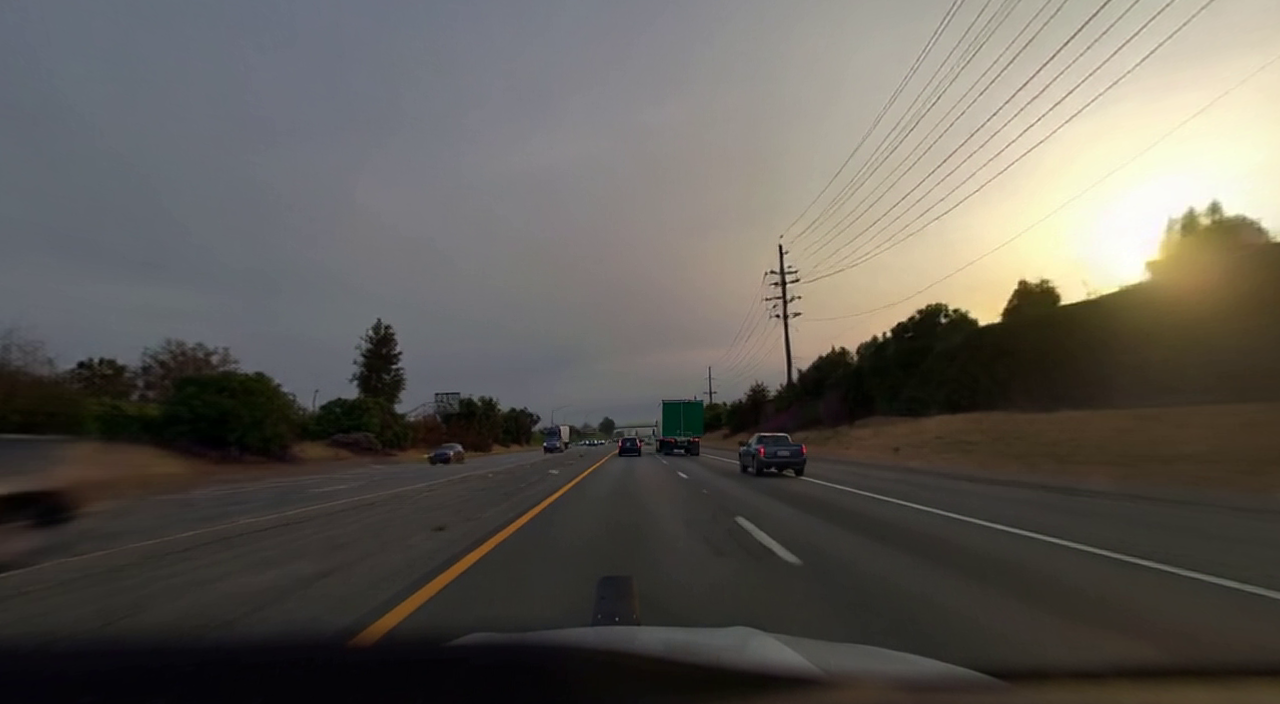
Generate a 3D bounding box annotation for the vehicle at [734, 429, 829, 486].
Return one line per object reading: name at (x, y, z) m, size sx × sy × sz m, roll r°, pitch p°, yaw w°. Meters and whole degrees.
vehicle at (4.259, 3.202, 19.597) m, size 1.930 × 1.573 × 3.853 m, roll 0°, pitch -8°, yaw -2°

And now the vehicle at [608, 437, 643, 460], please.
vehicle at (-0.960, 6.325, 41.612) m, size 2.163 × 1.466 × 3.693 m, roll 0°, pitch -8°, yaw -1°

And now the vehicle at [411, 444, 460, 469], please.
vehicle at (-13.673, 6.964, 42.417) m, size 1.837 × 1.523 × 4.377 m, roll 0°, pitch -8°, yaw -1°
